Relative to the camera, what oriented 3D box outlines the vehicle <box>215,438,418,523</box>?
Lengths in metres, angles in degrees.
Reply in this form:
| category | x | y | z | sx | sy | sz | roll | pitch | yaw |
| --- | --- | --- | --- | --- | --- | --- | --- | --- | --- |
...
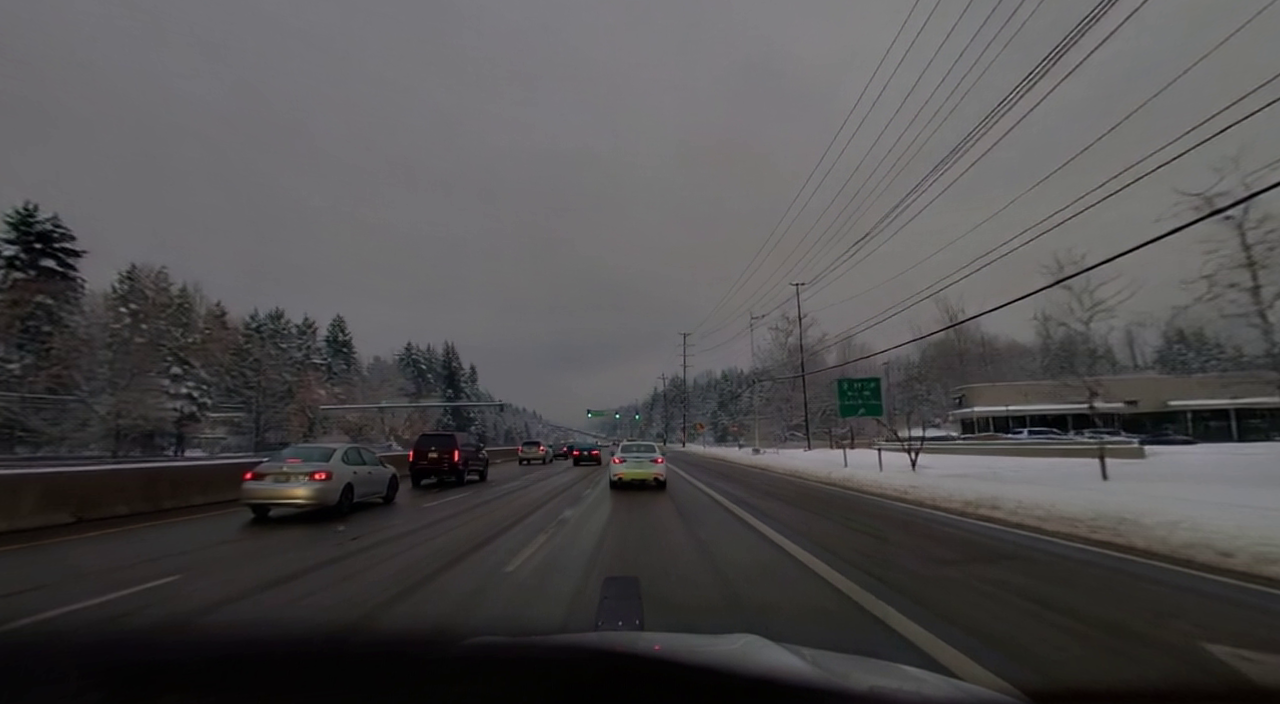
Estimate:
| category | x | y | z | sx | sy | sz | roll | pitch | yaw |
| --- | --- | --- | --- | --- | --- | --- | --- | --- | --- |
| vehicle | -6.542 | 2.613 | 13.496 | 1.900 | 1.483 | 4.547 | 0 | -8 | 1 |

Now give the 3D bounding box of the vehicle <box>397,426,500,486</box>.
| category | x | y | z | sx | sy | sz | roll | pitch | yaw |
| --- | --- | --- | --- | --- | --- | --- | --- | --- | --- |
| vehicle | -6.730 | 3.710 | 22.896 | 2.144 | 1.905 | 4.967 | 0 | -8 | 0 |

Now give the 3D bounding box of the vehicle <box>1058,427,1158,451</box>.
| category | x | y | z | sx | sy | sz | roll | pitch | yaw |
| --- | --- | --- | --- | --- | --- | --- | --- | --- | --- |
| vehicle | 29.638 | 5.536 | 40.093 | 4.674 | 1.485 | 1.874 | -1 | -8 | 6 |

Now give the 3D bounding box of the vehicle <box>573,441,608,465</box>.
| category | x | y | z | sx | sy | sz | roll | pitch | yaw |
| --- | --- | --- | --- | --- | --- | --- | --- | --- | --- |
| vehicle | -3.273 | 6.829 | 42.706 | 2.055 | 1.510 | 3.961 | 0 | -8 | 0 |

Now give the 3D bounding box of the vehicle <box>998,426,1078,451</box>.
| category | x | y | z | sx | sy | sz | roll | pitch | yaw |
| --- | --- | --- | --- | --- | --- | --- | --- | --- | --- |
| vehicle | 29.567 | 6.440 | 47.029 | 4.554 | 1.761 | 2.095 | 0 | -8 | 0 |

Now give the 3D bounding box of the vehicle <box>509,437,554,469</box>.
| category | x | y | z | sx | sy | sz | roll | pitch | yaw |
| --- | --- | --- | --- | --- | --- | --- | --- | --- | --- |
| vehicle | -6.346 | 5.958 | 37.316 | 1.914 | 1.756 | 4.179 | 0 | -8 | 0 |

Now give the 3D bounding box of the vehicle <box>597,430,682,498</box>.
| category | x | y | z | sx | sy | sz | roll | pitch | yaw |
| --- | --- | --- | --- | --- | --- | --- | --- | --- | --- |
| vehicle | -0.044 | 3.110 | 17.929 | 2.140 | 1.653 | 4.108 | 0 | -8 | -1 |
